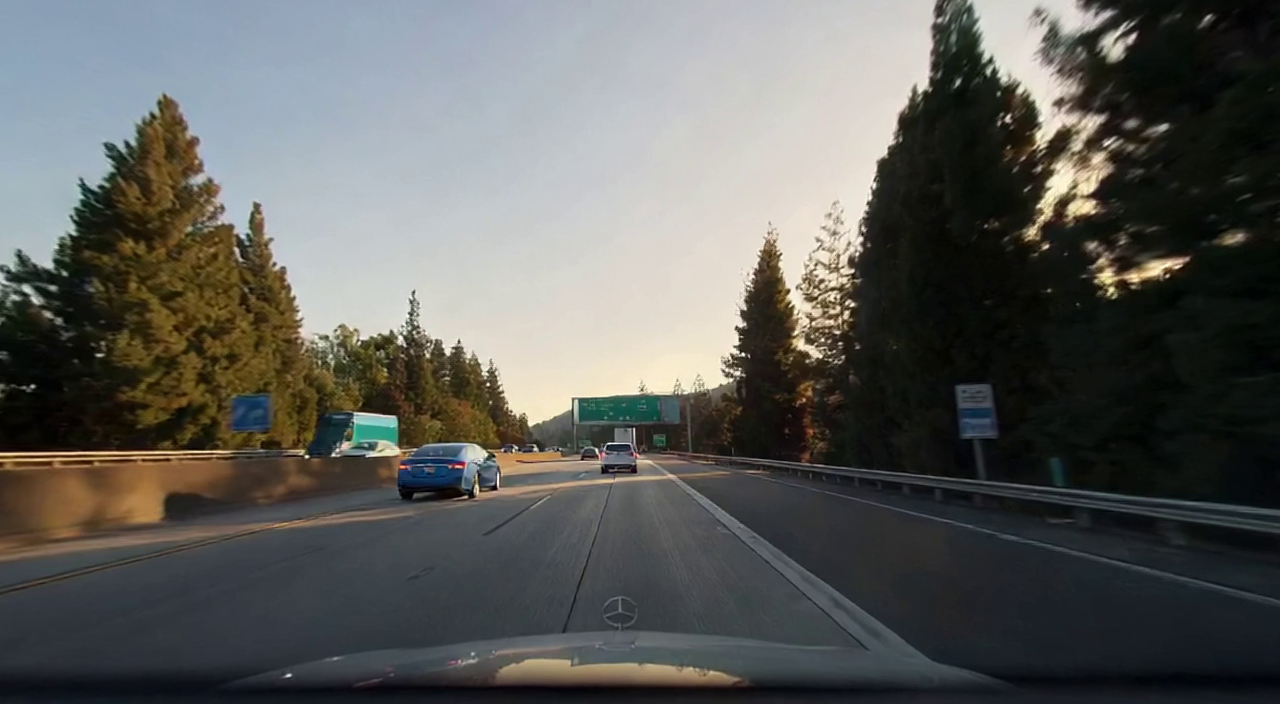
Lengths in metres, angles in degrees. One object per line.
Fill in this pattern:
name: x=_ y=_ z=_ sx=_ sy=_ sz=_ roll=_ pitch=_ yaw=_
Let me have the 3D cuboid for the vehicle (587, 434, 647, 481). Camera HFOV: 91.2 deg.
vehicle: x=-0.907 y=4.276 z=25.506 sx=2.220 sy=1.711 sz=4.056 roll=0 pitch=-9 yaw=-1

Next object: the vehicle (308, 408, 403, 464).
vehicle: x=-18.973 y=5.787 z=42.513 sx=2.771 sy=3.371 sz=8.087 roll=0 pitch=-9 yaw=-1

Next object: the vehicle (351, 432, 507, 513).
vehicle: x=-4.749 y=2.788 z=15.002 sx=2.103 sy=1.588 sz=4.709 roll=-1 pitch=-9 yaw=0
